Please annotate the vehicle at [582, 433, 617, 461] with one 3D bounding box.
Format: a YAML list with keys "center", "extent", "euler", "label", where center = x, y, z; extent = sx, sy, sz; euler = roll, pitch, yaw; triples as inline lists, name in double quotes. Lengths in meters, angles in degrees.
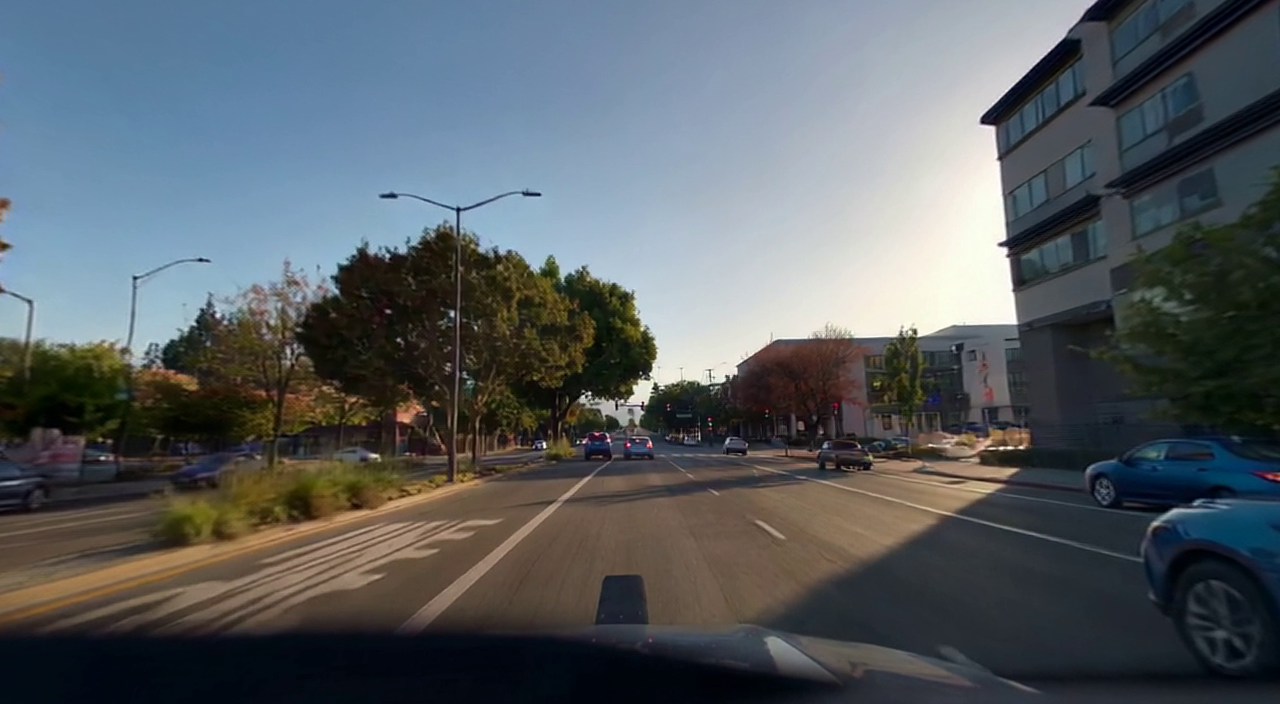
- center: [-2.756, 6.594, 43.959]
  extent: [2.064, 1.825, 4.760]
  euler: [0, -8, 1]
  label: "vehicle"

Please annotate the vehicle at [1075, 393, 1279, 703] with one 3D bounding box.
- center: [3.733, 0.775, 1.764]
  extent: [1.861, 1.473, 4.393]
  euler: [0, -8, -1]
  label: "vehicle"

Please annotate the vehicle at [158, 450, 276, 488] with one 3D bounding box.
- center: [-18.089, 4.995, 27.323]
  extent: [1.865, 1.460, 4.693]
  euler: [0, -8, 0]
  label: "vehicle"

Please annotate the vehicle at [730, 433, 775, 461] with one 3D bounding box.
- center: [7.402, 6.329, 41.985]
  extent: [2.068, 1.731, 4.752]
  euler: [0, -8, -1]
  label: "vehicle"

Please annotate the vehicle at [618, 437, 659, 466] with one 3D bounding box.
- center: [-0.080, 5.368, 34.198]
  extent: [2.097, 1.480, 4.006]
  euler: [0, -8, 0]
  label: "vehicle"
